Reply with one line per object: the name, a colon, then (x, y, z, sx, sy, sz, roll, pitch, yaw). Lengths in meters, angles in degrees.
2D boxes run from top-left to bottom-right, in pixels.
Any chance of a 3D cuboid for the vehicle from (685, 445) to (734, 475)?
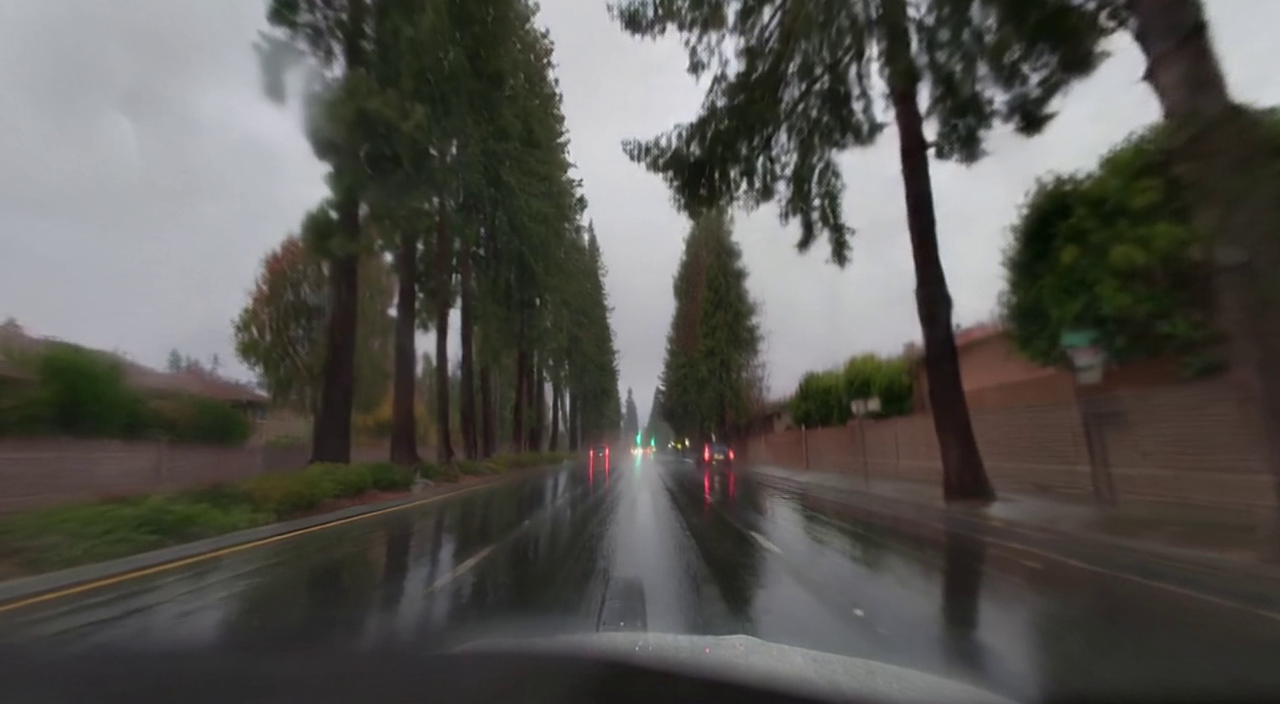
vehicle: (3.992, 6.271, 36.846, 2.237, 1.578, 4.621, 0, -8, -1)
